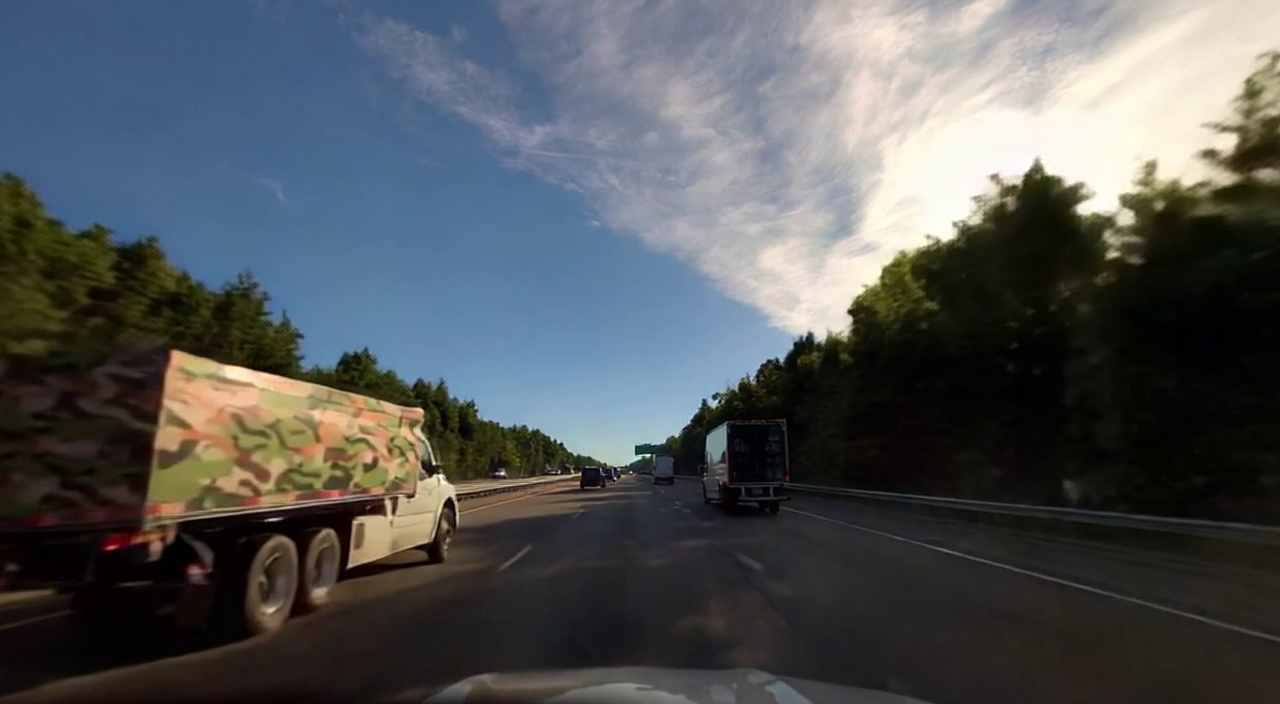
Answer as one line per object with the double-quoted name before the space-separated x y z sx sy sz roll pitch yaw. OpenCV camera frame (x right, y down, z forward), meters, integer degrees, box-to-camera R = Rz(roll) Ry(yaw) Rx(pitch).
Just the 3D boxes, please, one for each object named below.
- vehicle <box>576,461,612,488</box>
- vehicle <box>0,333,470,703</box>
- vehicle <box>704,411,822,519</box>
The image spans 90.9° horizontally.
"vehicle" -3.273 8.921 45.941 2.204 1.852 4.661 1 -10 1
"vehicle" -3.400 1.314 5.553 2.378 1.930 5.086 1 -10 0
"vehicle" 3.747 3.657 20.469 2.703 2.988 5.097 1 -10 -1
